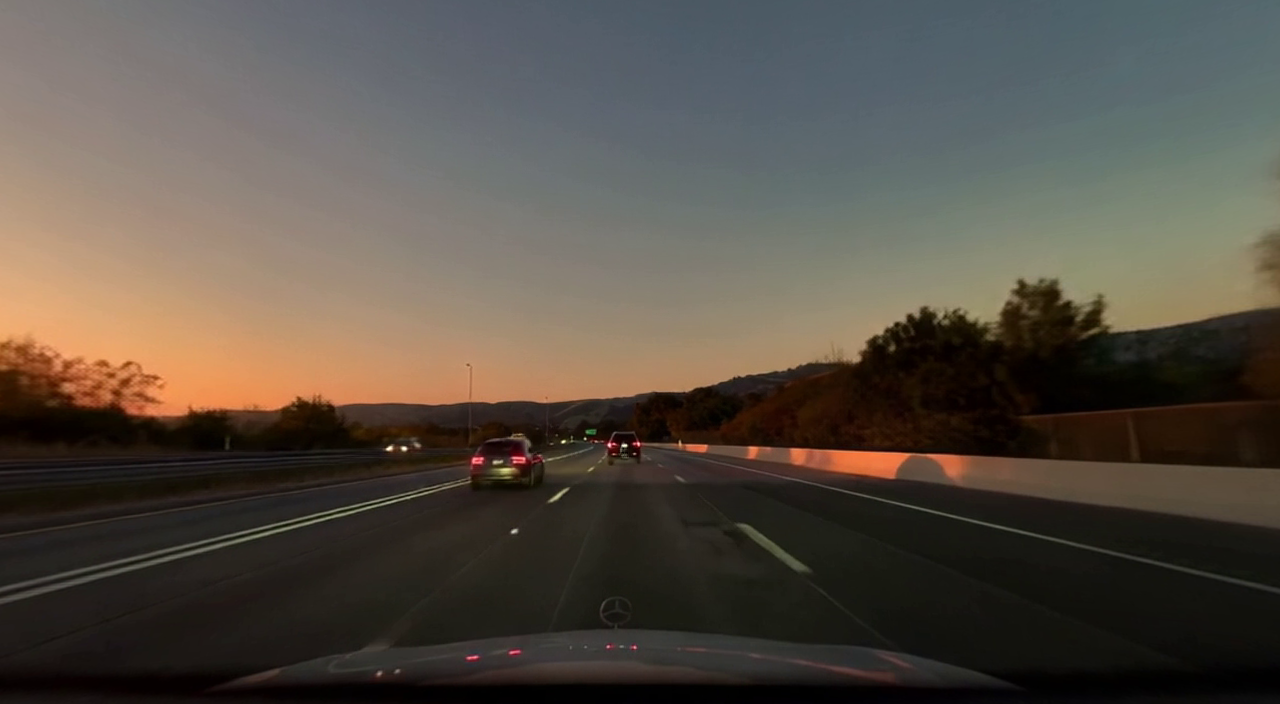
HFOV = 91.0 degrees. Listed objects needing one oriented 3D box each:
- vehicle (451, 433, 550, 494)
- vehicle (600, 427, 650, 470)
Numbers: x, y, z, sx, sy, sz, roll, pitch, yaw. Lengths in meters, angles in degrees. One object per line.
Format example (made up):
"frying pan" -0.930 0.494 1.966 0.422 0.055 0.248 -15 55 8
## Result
"vehicle" -4.026 3.278 18.979 2.039 1.602 4.317 0 -8 0
"vehicle" -0.780 4.879 31.964 2.382 1.973 4.439 0 -8 -2
